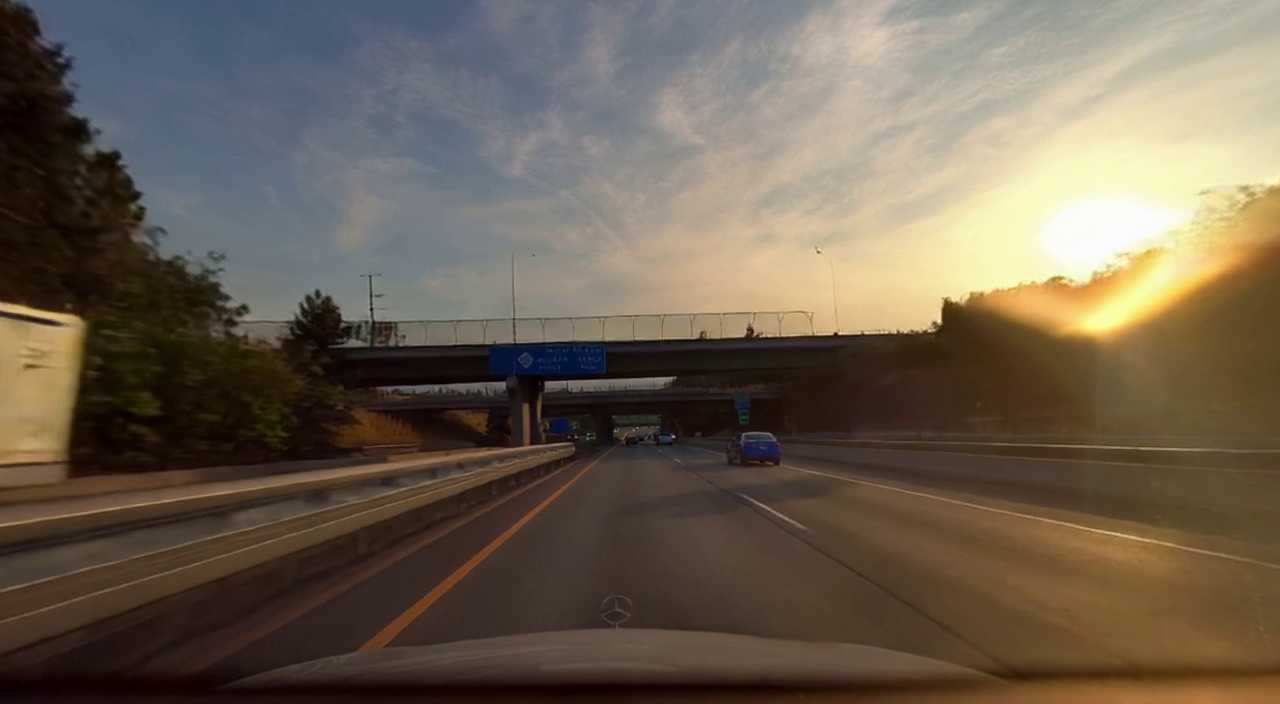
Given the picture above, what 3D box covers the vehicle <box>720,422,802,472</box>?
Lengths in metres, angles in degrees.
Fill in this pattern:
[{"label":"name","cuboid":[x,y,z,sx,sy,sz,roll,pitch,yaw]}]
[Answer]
[{"label":"vehicle","cuboid":[4.310,3.473,23.165,2.073,1.651,4.065,0,-8,-2]}]
